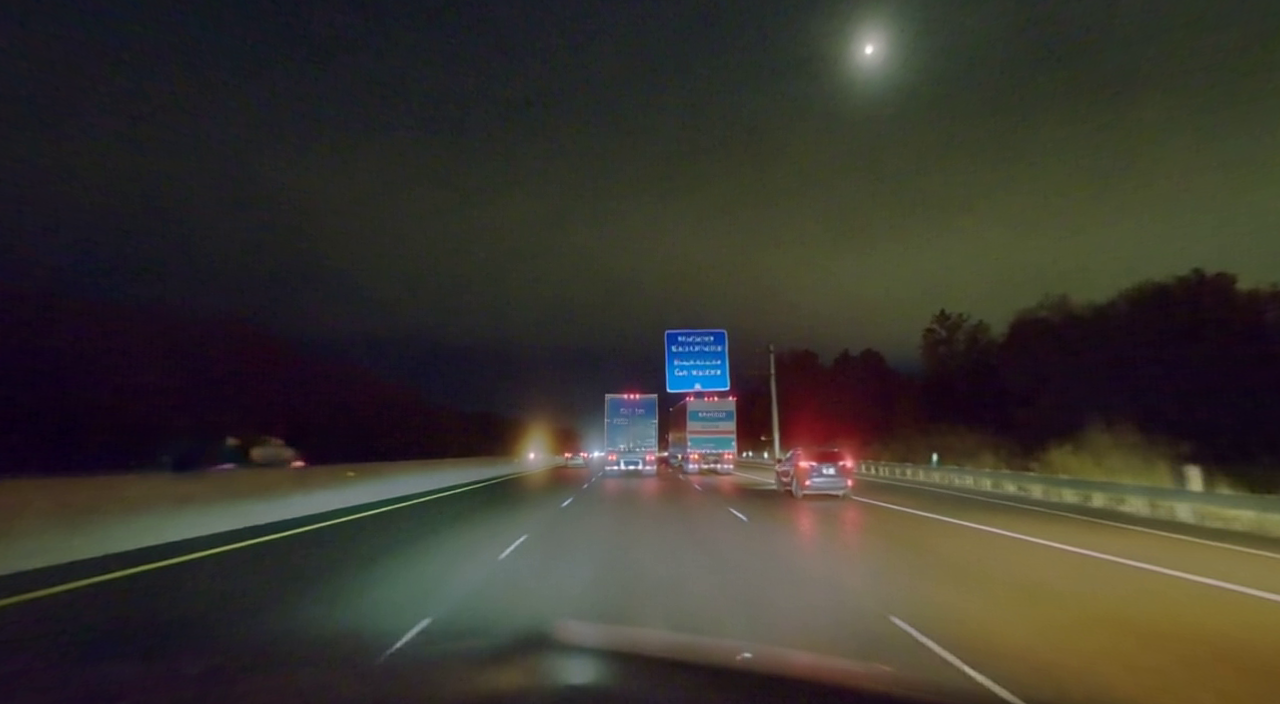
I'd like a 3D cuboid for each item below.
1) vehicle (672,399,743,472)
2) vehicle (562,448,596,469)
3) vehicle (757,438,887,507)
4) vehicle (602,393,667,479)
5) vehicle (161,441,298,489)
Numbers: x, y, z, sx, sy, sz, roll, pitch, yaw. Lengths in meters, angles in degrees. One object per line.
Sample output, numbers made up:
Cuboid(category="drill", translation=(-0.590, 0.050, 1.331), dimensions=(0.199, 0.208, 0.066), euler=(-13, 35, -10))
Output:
Cuboid(category="vehicle", translation=(4.213, 5.862, 43.093), dimensions=(3.044, 4.128, 14.482), euler=(0, -9, -1))
Cuboid(category="vehicle", translation=(-4.364, 7.677, 45.651), dimensions=(2.067, 1.452, 4.085), euler=(0, -9, 0))
Cuboid(category="vehicle", translation=(4.530, 3.094, 16.621), dimensions=(2.086, 1.530, 4.808), euler=(0, -9, 1))
Cuboid(category="vehicle", translation=(-0.284, 4.470, 32.856), dimensions=(2.864, 3.805, 9.709), euler=(0, -9, -1))
Cuboid(category="vehicle", translation=(-15.943, 4.392, 24.911), dimensions=(1.987, 1.686, 5.070), euler=(0, -9, 0))
